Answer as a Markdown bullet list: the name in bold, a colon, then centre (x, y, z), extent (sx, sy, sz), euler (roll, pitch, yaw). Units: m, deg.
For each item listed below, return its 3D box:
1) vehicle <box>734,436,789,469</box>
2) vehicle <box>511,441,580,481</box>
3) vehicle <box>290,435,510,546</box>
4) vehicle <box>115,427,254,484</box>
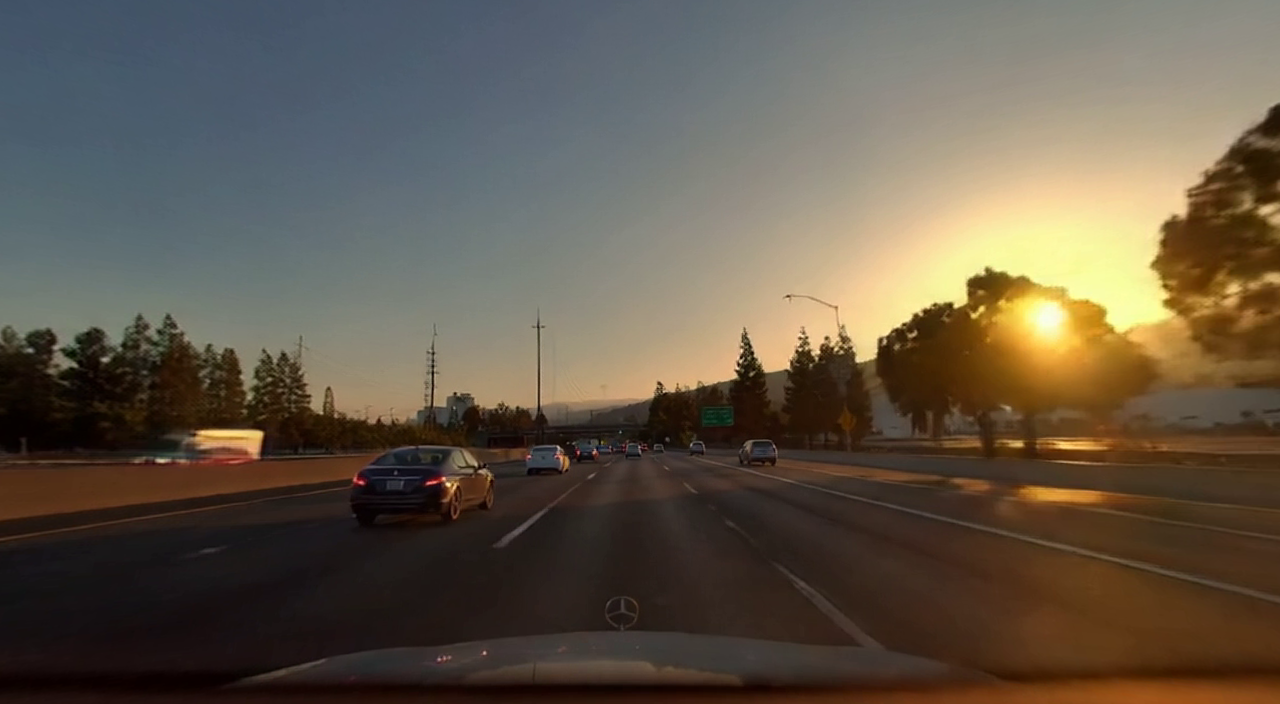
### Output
- **vehicle**: centre (6.840, 5.720, 36.129), extent (2.147, 1.769, 4.666), euler (0, -9, -1)
- **vehicle**: centre (-3.758, 4.457, 26.037), extent (2.047, 1.469, 4.614), euler (0, -9, 1)
- **vehicle**: centre (-3.594, 2.151, 10.476), extent (1.959, 1.433, 4.291), euler (0, -9, 0)
- **vehicle**: centre (-28.449, 6.515, 40.094), extent (2.781, 3.248, 7.960), euler (0, -9, 0)
